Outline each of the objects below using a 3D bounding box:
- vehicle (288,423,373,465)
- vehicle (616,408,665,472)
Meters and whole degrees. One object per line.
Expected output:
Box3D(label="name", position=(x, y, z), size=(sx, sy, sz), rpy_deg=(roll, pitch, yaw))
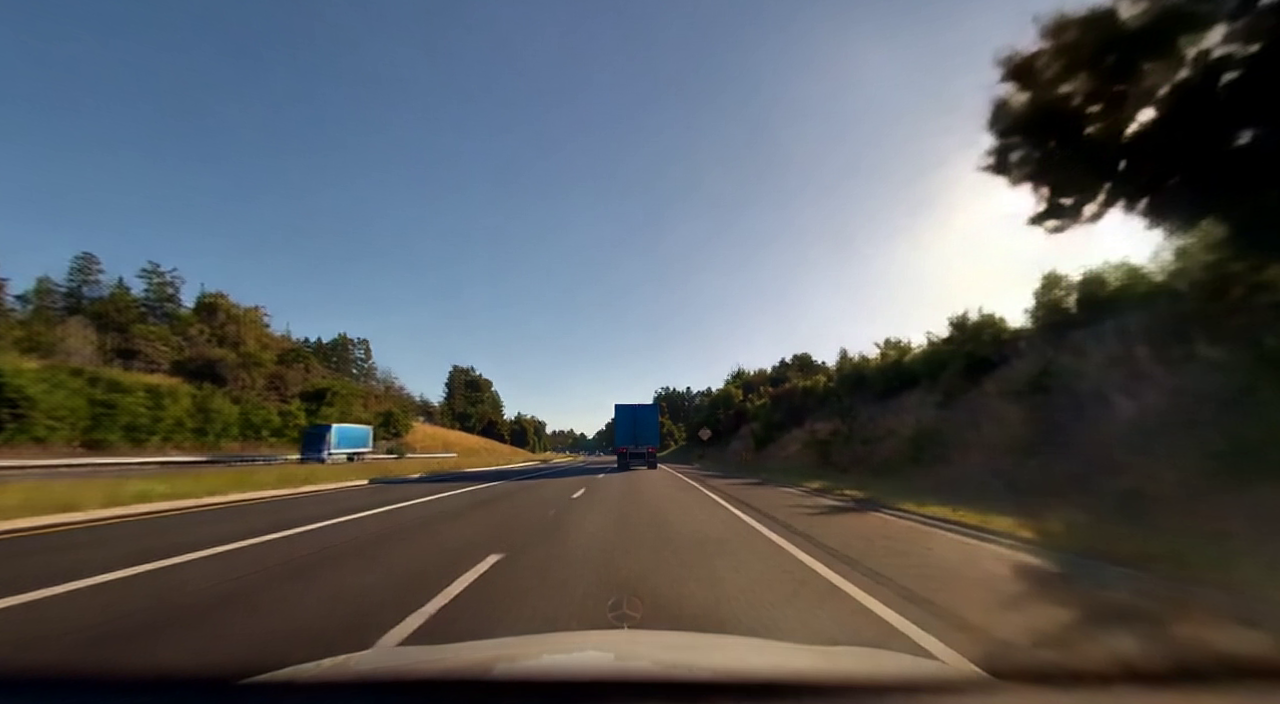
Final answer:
Box3D(label="vehicle", position=(-22.823, 6.886, 46.906), size=(2.525, 2.836, 7.355), rpy_deg=(0, -9, 0))
Box3D(label="vehicle", position=(0.010, 6.254, 44.438), size=(2.982, 3.947, 11.075), rpy_deg=(0, -9, 0))
